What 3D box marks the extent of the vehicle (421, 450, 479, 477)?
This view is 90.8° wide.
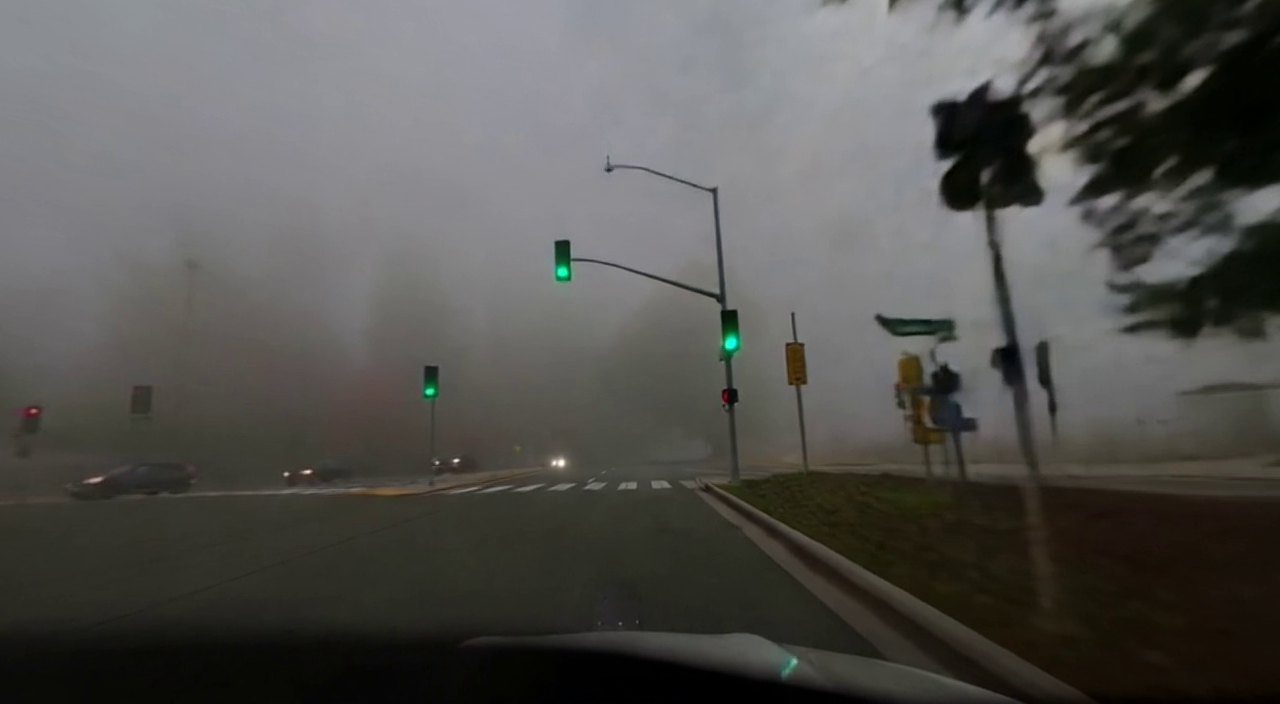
[{"bbox_3d":[-13.559,7.938,45.432,2.106,1.782,4.974,-1,-9,7],"label":"vehicle"}]

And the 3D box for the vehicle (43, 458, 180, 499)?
[{"bbox_3d":[-26.424,6.289,31.783,1.907,1.766,4.804,-5,-10,30],"label":"vehicle"}]

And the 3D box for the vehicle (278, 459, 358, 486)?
[{"bbox_3d":[-21.061,7.888,41.496,1.862,1.529,4.370,-4,-9,24],"label":"vehicle"}]
